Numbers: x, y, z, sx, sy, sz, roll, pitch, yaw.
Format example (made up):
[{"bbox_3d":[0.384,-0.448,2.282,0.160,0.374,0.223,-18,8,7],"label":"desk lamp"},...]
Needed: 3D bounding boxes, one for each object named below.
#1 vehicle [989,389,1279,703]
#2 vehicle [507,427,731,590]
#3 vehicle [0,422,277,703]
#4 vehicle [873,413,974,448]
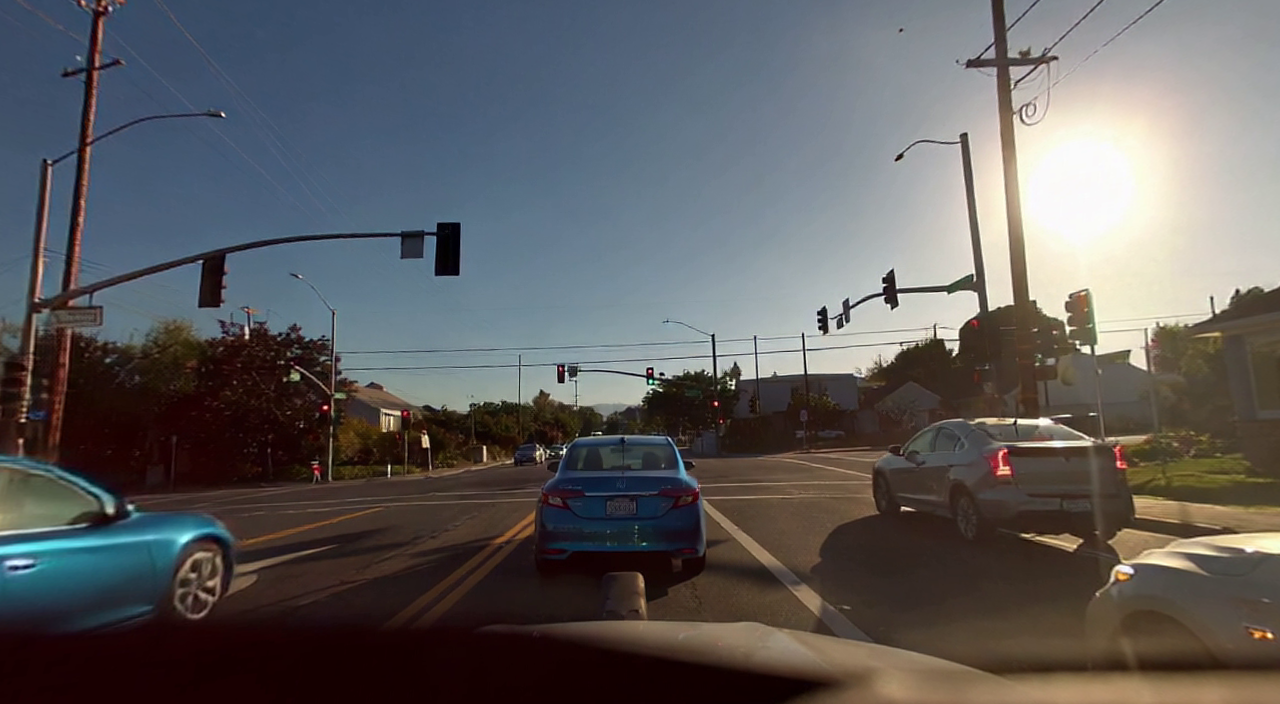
[{"bbox_3d":[2.929,0.833,1.710,1.860,1.494,3.707,0,-8,1],"label":"vehicle"},{"bbox_3d":[-0.224,1.758,8.000,2.061,1.485,4.196,0,-8,-1],"label":"vehicle"},{"bbox_3d":[-4.380,1.149,3.502,2.106,1.492,4.312,0,-8,1],"label":"vehicle"},{"bbox_3d":[15.178,4.239,33.996,4.431,1.555,1.886,-4,-9,2],"label":"vehicle"}]
